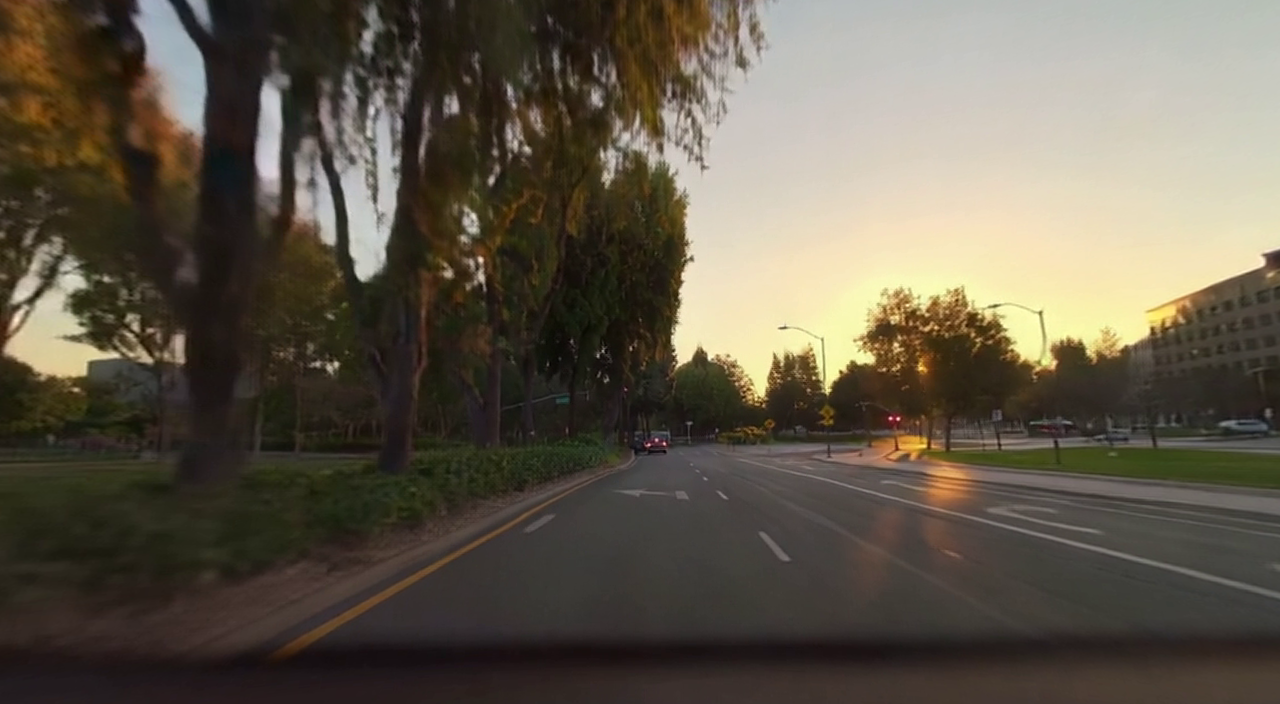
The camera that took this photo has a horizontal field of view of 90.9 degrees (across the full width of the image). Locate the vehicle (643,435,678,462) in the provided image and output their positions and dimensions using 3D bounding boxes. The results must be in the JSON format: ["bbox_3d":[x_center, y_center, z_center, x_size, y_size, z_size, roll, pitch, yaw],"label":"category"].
[{"bbox_3d":[1.461,6.612,43.246,2.298,1.770,4.138,-1,-8,3],"label":"vehicle"}]
